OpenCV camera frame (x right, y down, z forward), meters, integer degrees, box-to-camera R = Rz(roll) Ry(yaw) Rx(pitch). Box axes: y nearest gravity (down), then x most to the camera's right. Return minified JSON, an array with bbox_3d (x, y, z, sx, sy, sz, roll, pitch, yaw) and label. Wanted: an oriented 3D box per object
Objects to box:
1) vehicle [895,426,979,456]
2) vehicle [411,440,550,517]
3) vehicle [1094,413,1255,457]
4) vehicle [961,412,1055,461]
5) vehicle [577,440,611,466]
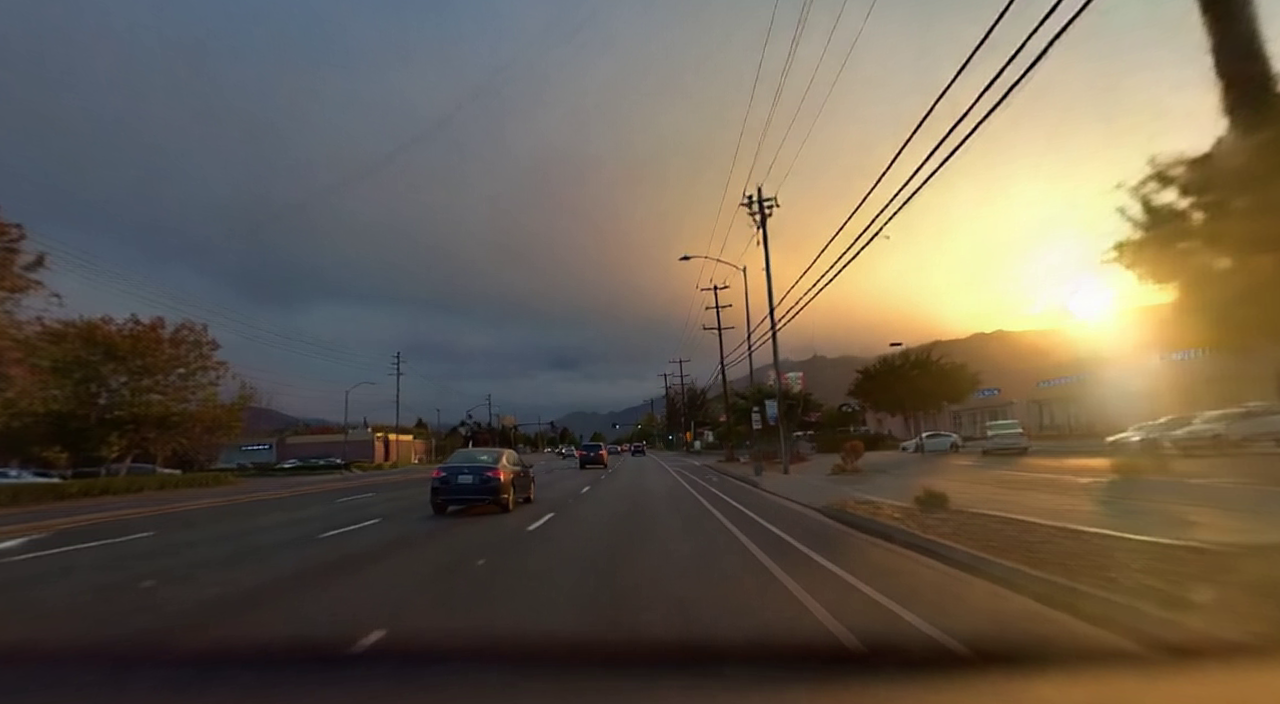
[{"bbox_3d":[16.652,5.021,35.286,4.497,1.548,1.997,5,-10,-30],"label":"vehicle"},{"bbox_3d":[-3.446,2.826,14.610,1.942,1.469,4.426,0,-9,2],"label":"vehicle"},{"bbox_3d":[19.946,3.162,23.852,1.865,1.498,4.827,0,-8,0],"label":"vehicle"},{"bbox_3d":[16.721,3.796,28.518,4.319,1.812,2.020,2,-10,-38],"label":"vehicle"},{"bbox_3d":[-3.194,7.108,44.555,2.087,1.736,4.311,0,-9,1],"label":"vehicle"}]
